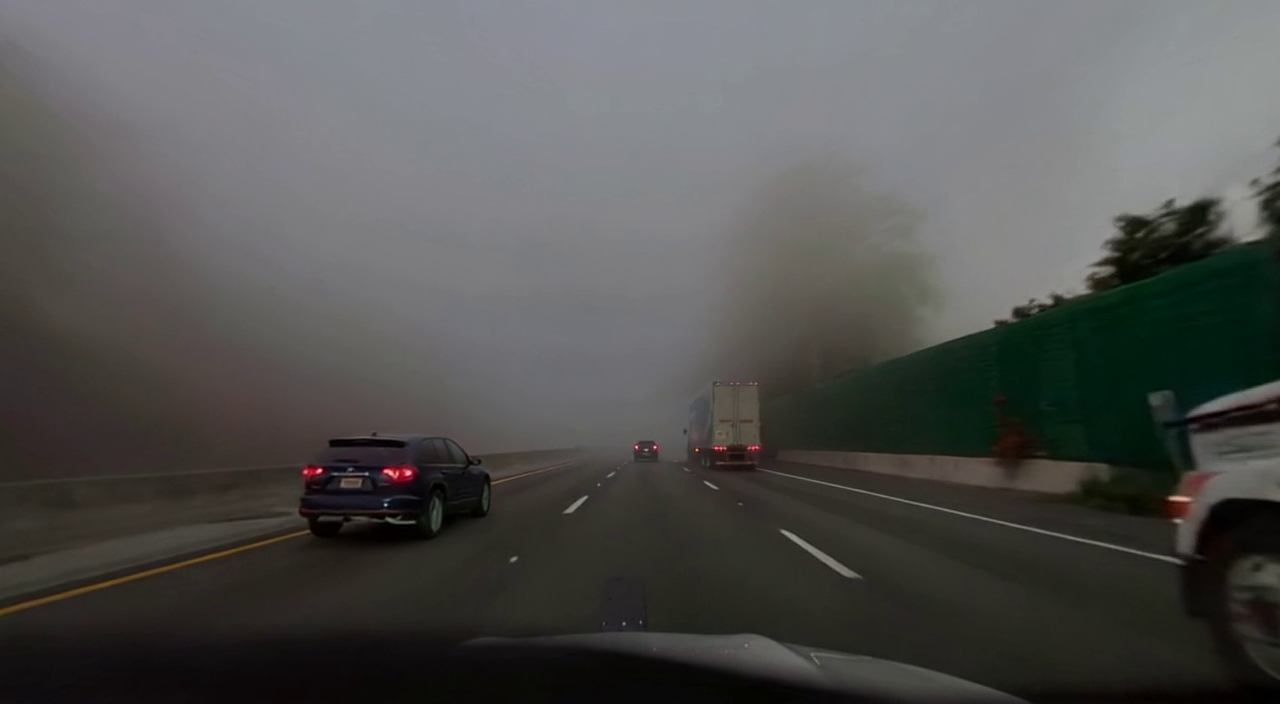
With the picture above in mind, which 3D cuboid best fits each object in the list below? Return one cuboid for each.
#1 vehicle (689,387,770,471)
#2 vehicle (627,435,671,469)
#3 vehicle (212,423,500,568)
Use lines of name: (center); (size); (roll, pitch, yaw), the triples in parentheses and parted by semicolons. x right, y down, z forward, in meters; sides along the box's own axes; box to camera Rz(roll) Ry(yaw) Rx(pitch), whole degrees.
vehicle: (4.950, 4.782, 38.150); (3.117, 4.150, 13.929); (0, -8, 1)
vehicle: (0.488, 5.696, 36.089); (2.389, 1.760, 4.473); (0, -8, 0)
vehicle: (-3.413, 1.785, 8.647); (1.988, 1.488, 4.113); (0, -8, 1)
